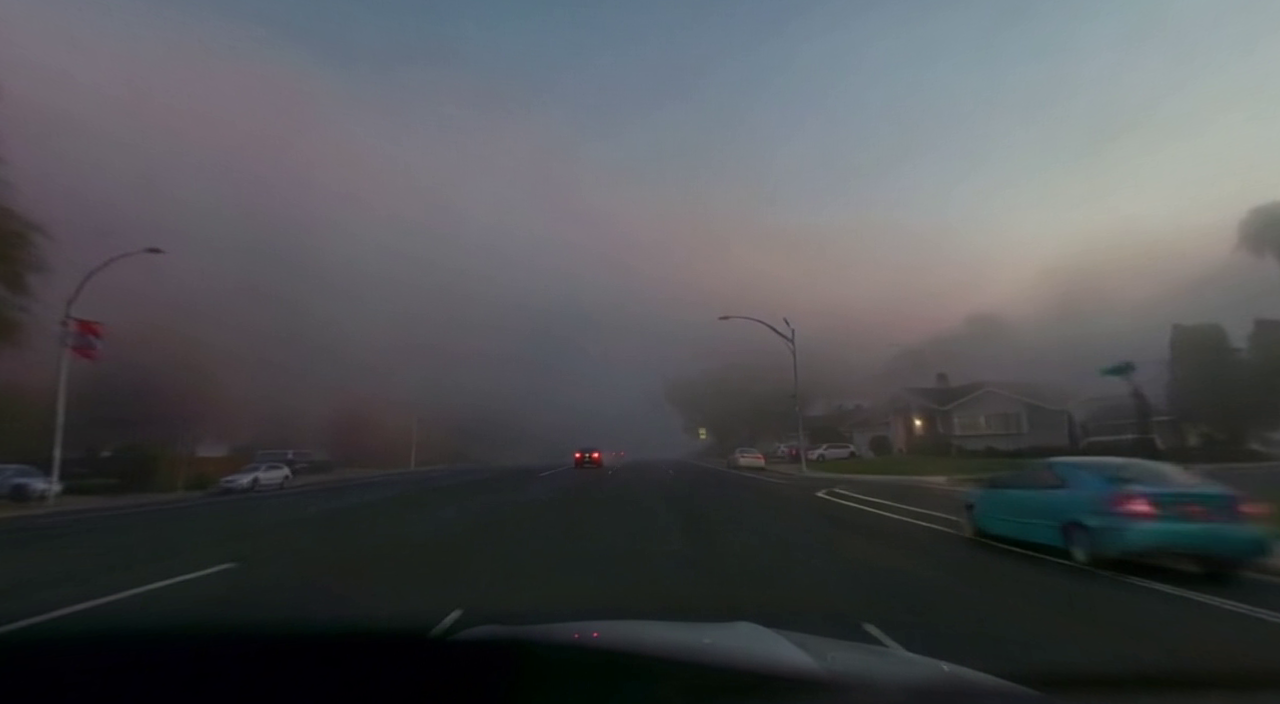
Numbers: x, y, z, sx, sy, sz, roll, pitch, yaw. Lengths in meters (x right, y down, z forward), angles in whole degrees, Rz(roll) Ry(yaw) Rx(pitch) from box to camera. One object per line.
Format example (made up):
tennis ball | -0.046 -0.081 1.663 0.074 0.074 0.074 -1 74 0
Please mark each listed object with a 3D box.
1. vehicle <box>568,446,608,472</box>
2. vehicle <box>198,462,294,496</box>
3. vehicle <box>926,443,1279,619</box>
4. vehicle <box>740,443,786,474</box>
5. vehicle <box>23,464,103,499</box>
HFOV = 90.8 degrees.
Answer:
vehicle | -3.344 7.033 41.779 2.263 1.548 4.555 0 -8 0
vehicle | -21.185 6.818 34.249 2.003 1.555 4.921 -1 -9 0
vehicle | 5.363 1.828 7.637 2.149 1.421 4.805 -1 -9 8
vehicle | 7.842 6.866 40.605 2.006 1.758 4.311 4 -10 0
vehicle | -28.953 6.437 31.655 4.885 1.471 1.951 -7 -11 37
